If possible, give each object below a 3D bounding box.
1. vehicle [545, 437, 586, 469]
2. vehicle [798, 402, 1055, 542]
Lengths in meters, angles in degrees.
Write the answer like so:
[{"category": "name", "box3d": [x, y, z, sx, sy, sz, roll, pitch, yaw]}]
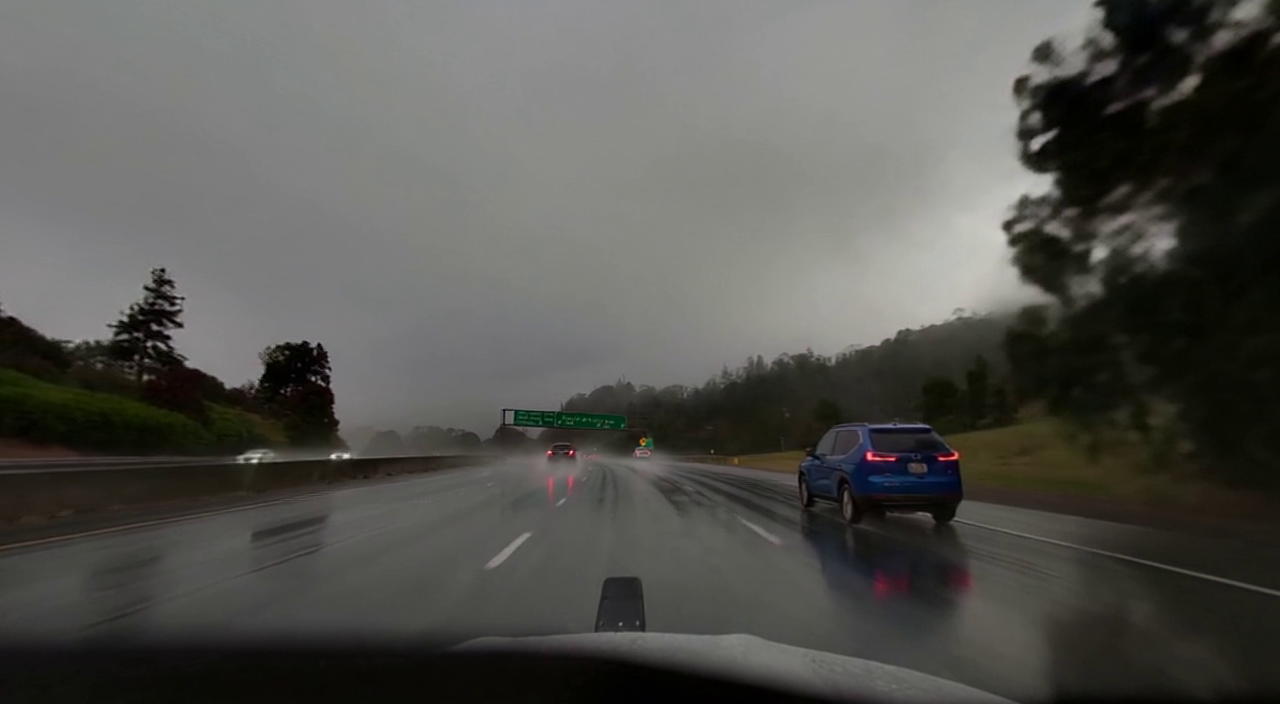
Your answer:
[{"category": "vehicle", "box3d": [-5.348, 7.323, 45.881, 2.537, 2.121, 5.251, 0, -9, -2]}, {"category": "vehicle", "box3d": [4.554, 2.017, 11.158, 2.103, 1.903, 4.837, 0, -9, -2]}]
